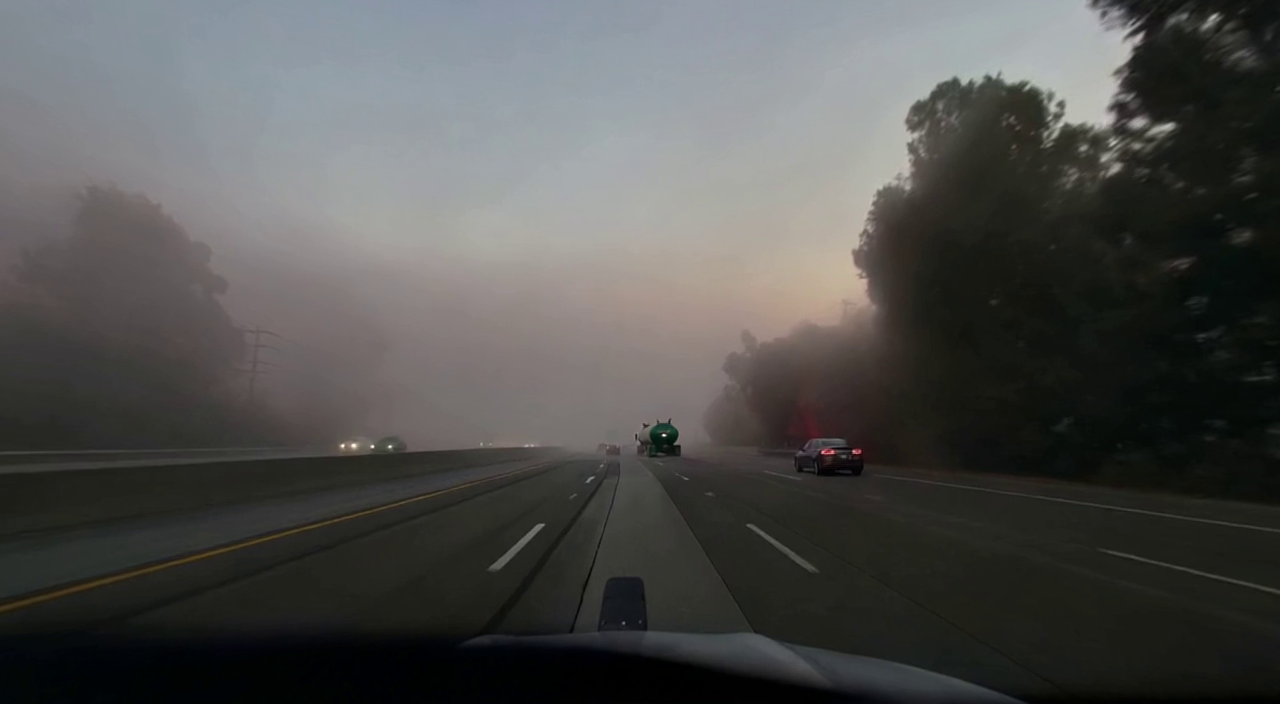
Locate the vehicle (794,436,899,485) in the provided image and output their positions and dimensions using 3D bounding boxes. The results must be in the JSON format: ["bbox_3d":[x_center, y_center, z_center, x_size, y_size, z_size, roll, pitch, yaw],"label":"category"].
[{"bbox_3d":[6.883,3.658,21.601,1.905,1.480,4.624,0,-8,-2],"label":"vehicle"}]
